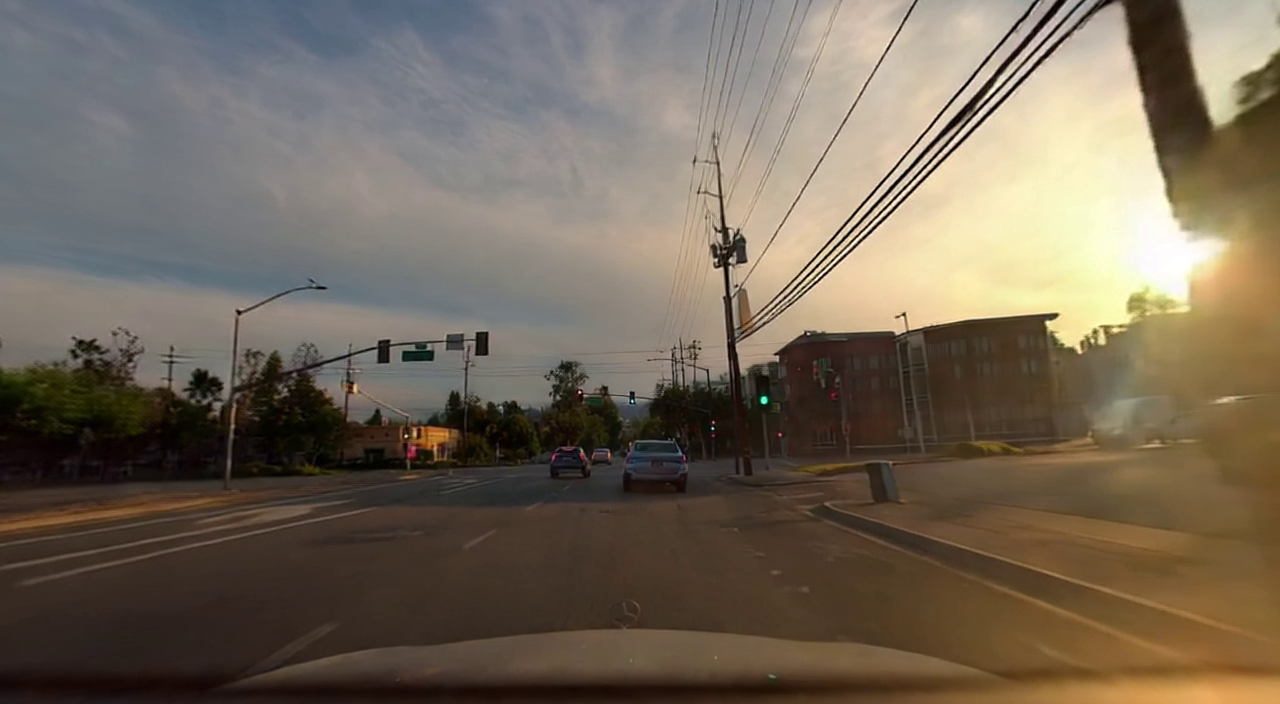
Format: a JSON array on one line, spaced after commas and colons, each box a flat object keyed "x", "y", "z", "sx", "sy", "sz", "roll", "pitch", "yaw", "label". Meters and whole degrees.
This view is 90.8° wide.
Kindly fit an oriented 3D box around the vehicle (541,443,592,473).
[{"x": -3.792, "y": 5.572, "z": 33.353, "sx": 2.153, "sy": 1.474, "sz": 4.284, "roll": 0, "pitch": -8, "yaw": 1, "label": "vehicle"}]

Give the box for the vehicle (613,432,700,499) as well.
[{"x": 0.403, "y": 3.111, "z": 17.681, "sx": 2.156, "sy": 1.636, "sz": 3.923, "roll": 0, "pitch": -8, "yaw": 0, "label": "vehicle"}]
